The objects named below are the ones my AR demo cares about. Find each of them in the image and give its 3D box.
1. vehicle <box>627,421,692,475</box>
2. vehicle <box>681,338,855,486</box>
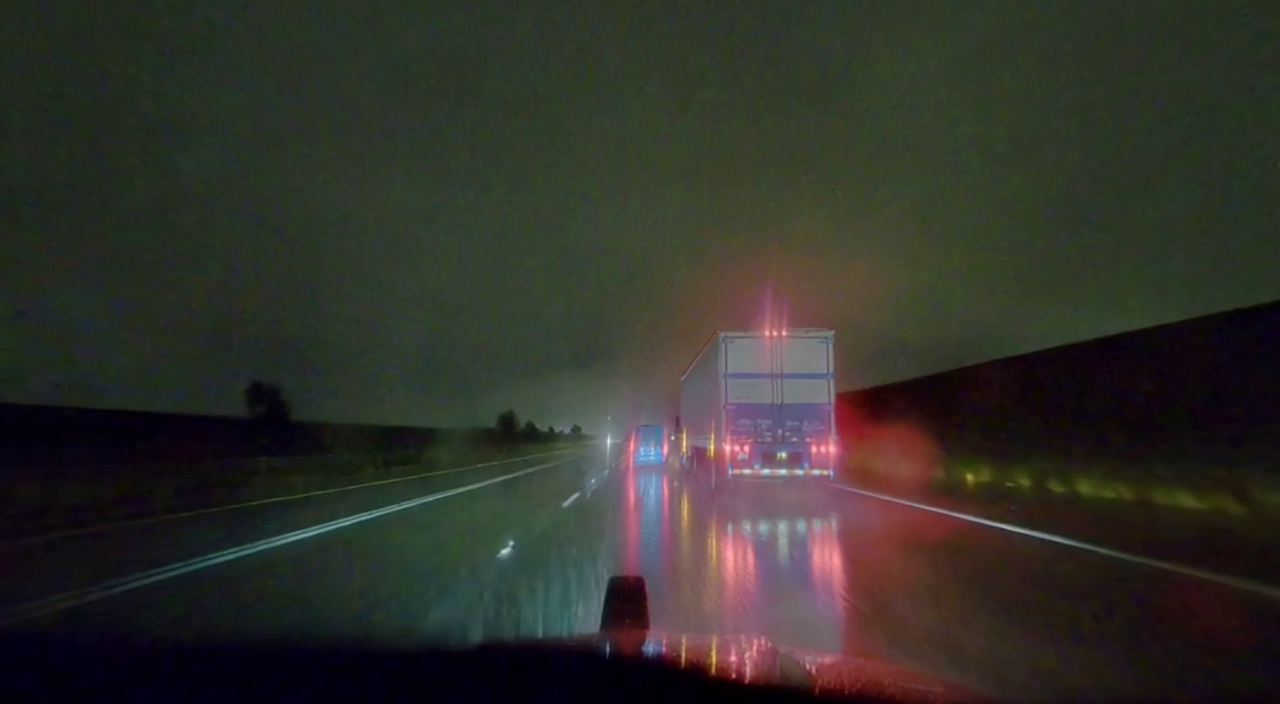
[{"bbox_3d":[0.742,3.965,26.292,2.469,2.027,4.554,0,-8,1],"label":"vehicle"},{"bbox_3d":[4.179,2.857,26.307,3.892,4.216,16.830,0,-8,1],"label":"vehicle"}]
